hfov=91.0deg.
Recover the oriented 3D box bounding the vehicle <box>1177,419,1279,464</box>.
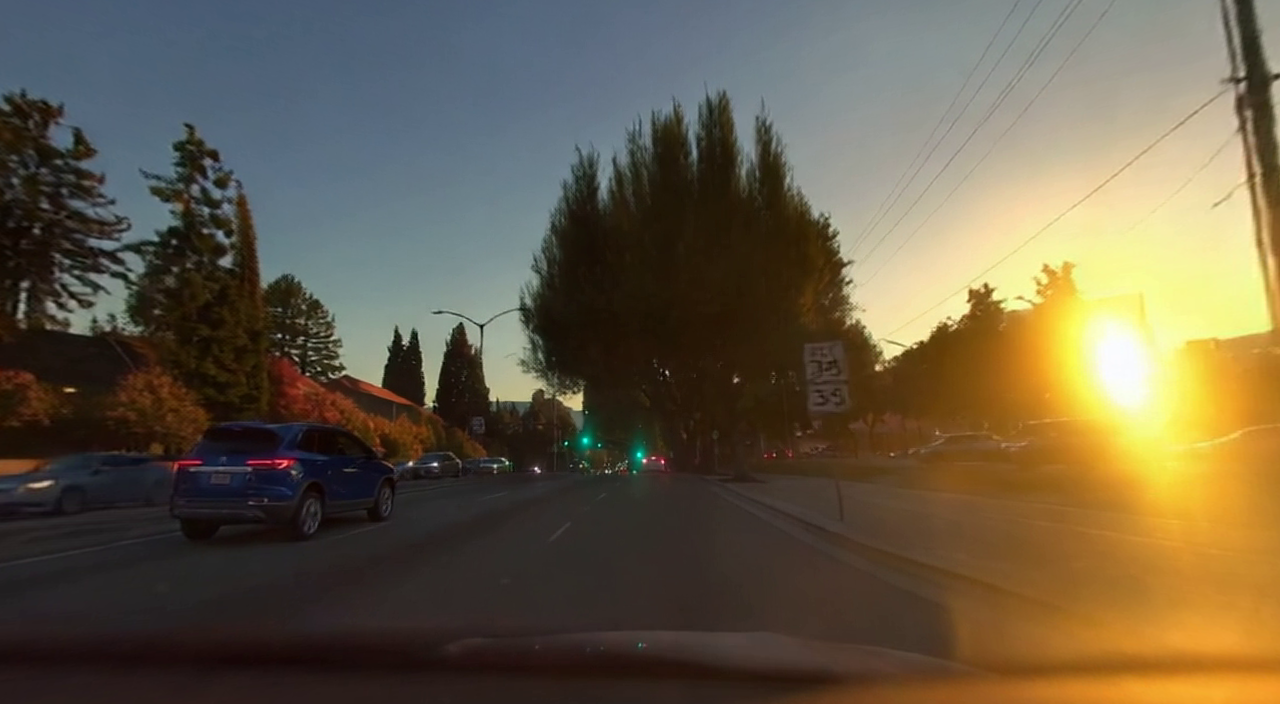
[{"bbox_3d":[21.936,3.074,21.625,1.933,1.487,5.136,1,-9,-10],"label":"vehicle"}]

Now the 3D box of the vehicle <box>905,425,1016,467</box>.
[{"bbox_3d":[12.857,3.833,25.657,1.884,1.522,4.642,0,-8,-3],"label":"vehicle"}]

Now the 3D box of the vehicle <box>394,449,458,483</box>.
[{"bbox_3d":[-11.850,6.316,35.242,1.953,1.697,4.725,0,-8,-1],"label":"vehicle"}]

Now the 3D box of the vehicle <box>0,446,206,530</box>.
[{"bbox_3d":[-11.937,2.865,13.887,1.871,1.539,3.929,0,-8,0],"label":"vehicle"}]

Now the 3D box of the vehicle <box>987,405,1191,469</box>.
[{"bbox_3d":[13.513,2.654,19.445,1.950,1.697,4.906,2,-9,-15],"label":"vehicle"}]

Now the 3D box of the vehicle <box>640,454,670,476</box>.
[{"bbox_3d":[1.070,8.237,46.147,2.091,1.494,3.962,0,-8,1],"label":"vehicle"}]

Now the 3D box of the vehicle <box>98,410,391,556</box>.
[{"bbox_3d":[-6.092,2.042,10.517,2.027,1.908,4.273,0,-8,1],"label":"vehicle"}]
